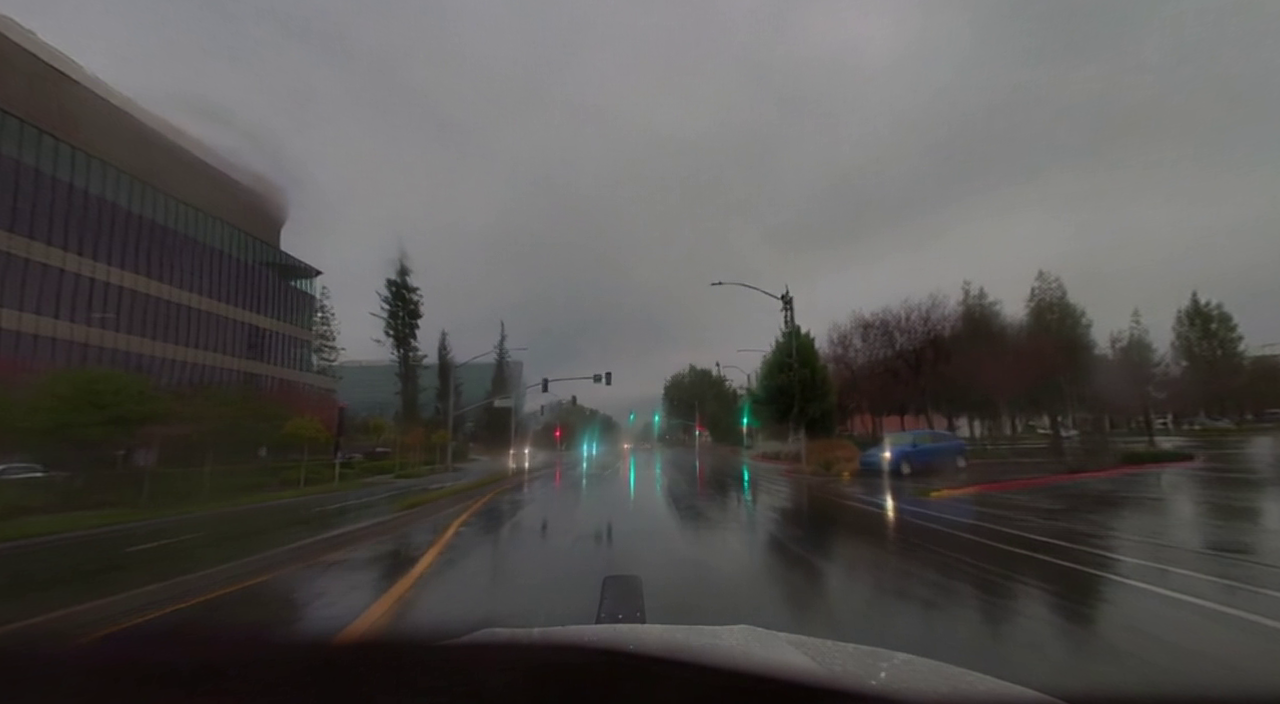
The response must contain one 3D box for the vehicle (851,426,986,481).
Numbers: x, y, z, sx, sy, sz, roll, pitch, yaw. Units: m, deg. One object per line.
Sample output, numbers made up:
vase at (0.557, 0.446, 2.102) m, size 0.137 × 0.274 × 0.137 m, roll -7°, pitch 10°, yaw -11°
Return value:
vehicle at (10.222, 3.697, 23.043) m, size 4.635 × 1.821 × 2.087 m, roll 5°, pitch -10°, yaw -30°
